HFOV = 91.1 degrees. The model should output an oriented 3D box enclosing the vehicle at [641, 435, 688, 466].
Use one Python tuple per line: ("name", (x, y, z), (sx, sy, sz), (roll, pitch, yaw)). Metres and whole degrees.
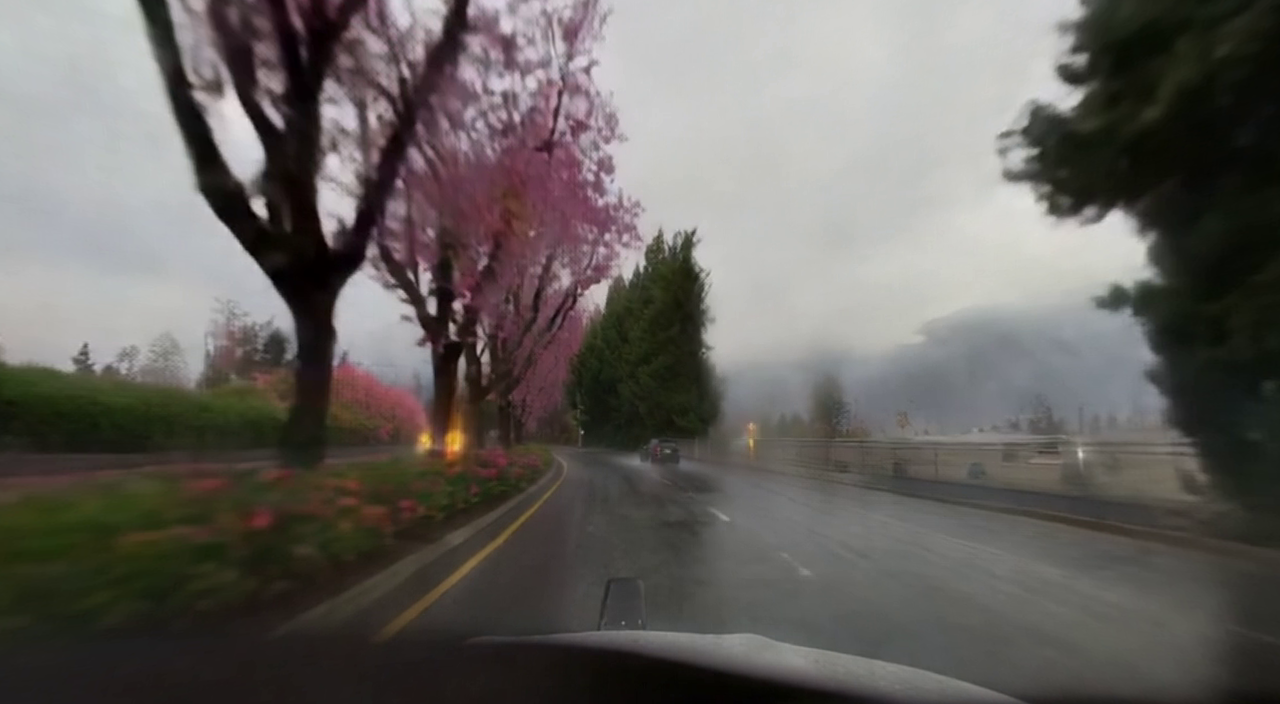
("vehicle", (1.482, 6.214, 39.793), (2.166, 1.828, 4.607), (1, -9, -8))
